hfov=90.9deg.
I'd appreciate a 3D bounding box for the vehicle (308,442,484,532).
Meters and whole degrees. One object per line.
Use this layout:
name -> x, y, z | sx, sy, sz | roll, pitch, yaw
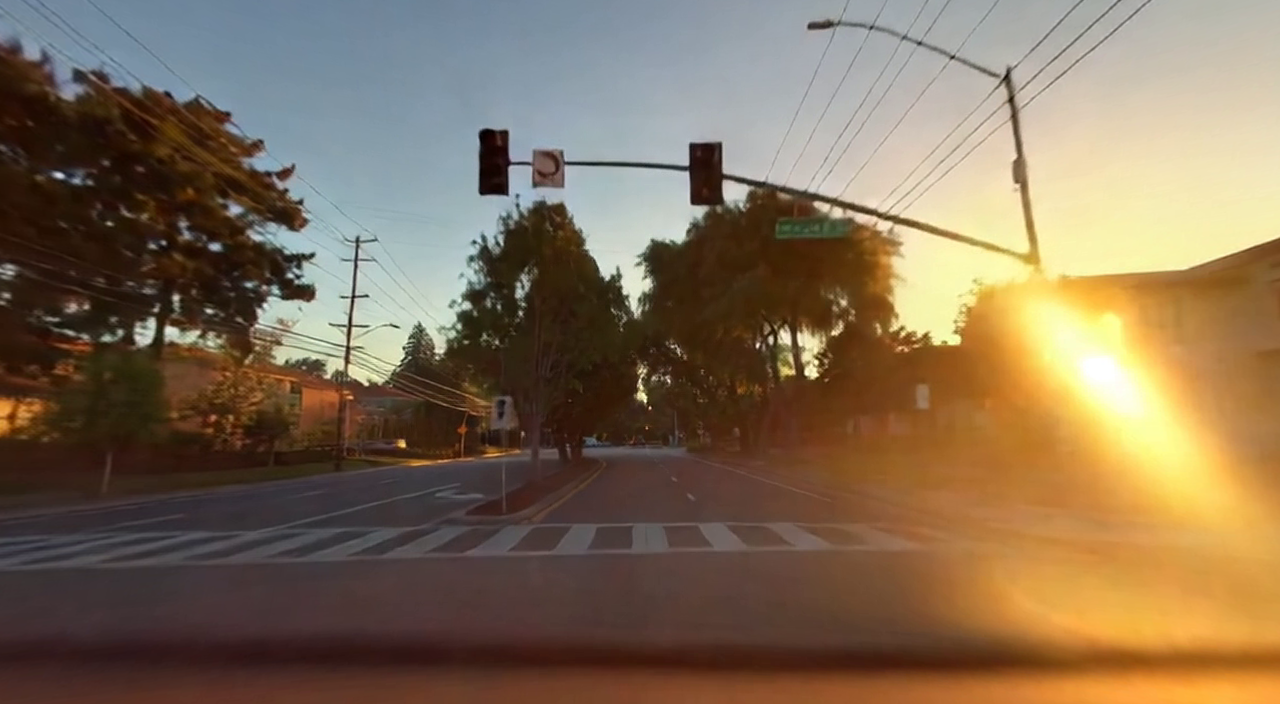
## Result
vehicle -> -5.108, 2.844, 14.199 | 1.948, 1.471, 5.408 | 2, -7, -2
